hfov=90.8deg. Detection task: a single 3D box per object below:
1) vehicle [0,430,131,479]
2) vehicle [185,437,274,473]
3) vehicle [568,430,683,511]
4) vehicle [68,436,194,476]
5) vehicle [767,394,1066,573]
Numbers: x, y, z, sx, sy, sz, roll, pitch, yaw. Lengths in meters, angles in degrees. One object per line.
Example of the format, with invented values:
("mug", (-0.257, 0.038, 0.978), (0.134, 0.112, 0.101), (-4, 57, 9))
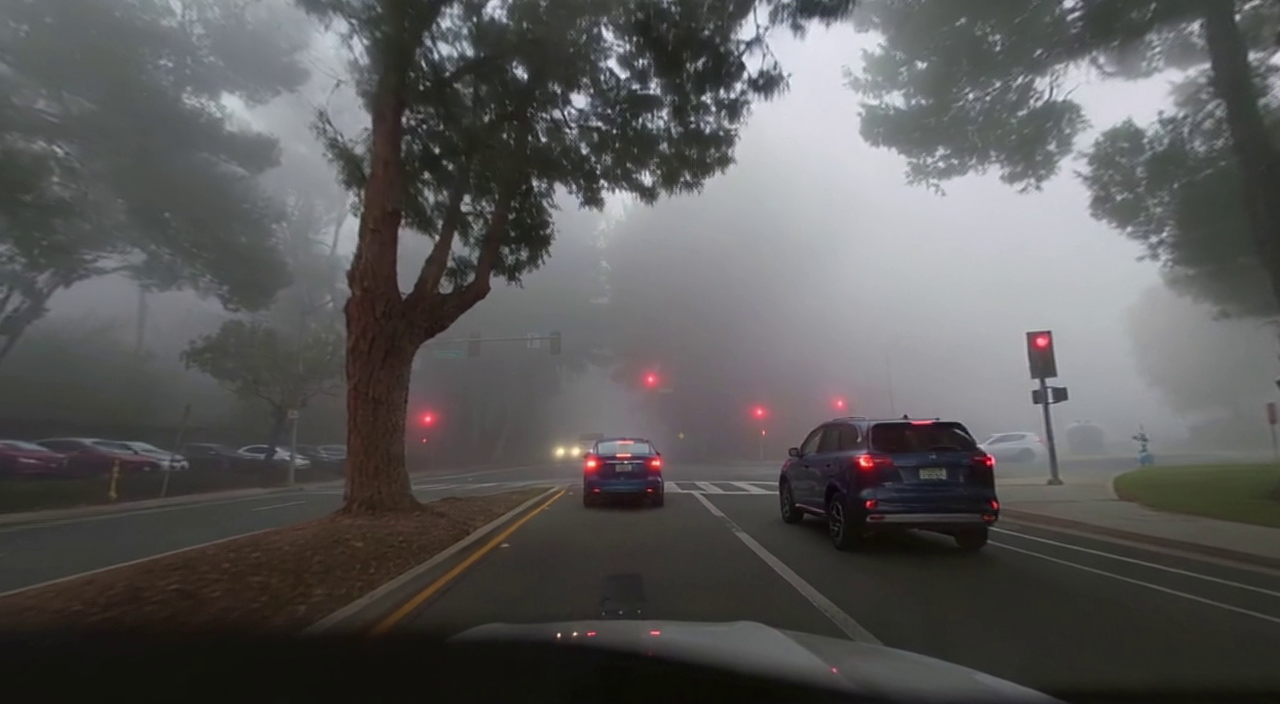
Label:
("vehicle", (-28.823, 5.031, 31.259), (5.285, 2.200, 2.387), (3, -10, -32))
("vehicle", (-28.544, 7.155, 44.000), (4.943, 2.110, 2.217), (3, -11, -38))
("vehicle", (-0.297, 2.606, 14.388), (2.177, 1.512, 4.682), (0, -8, 0))
("vehicle", (-28.472, 5.804, 35.621), (5.119, 2.119, 2.199), (4, -9, -29))
("vehicle", (3.197, 1.634, 8.549), (2.046, 1.768, 4.370), (0, -8, 0))
